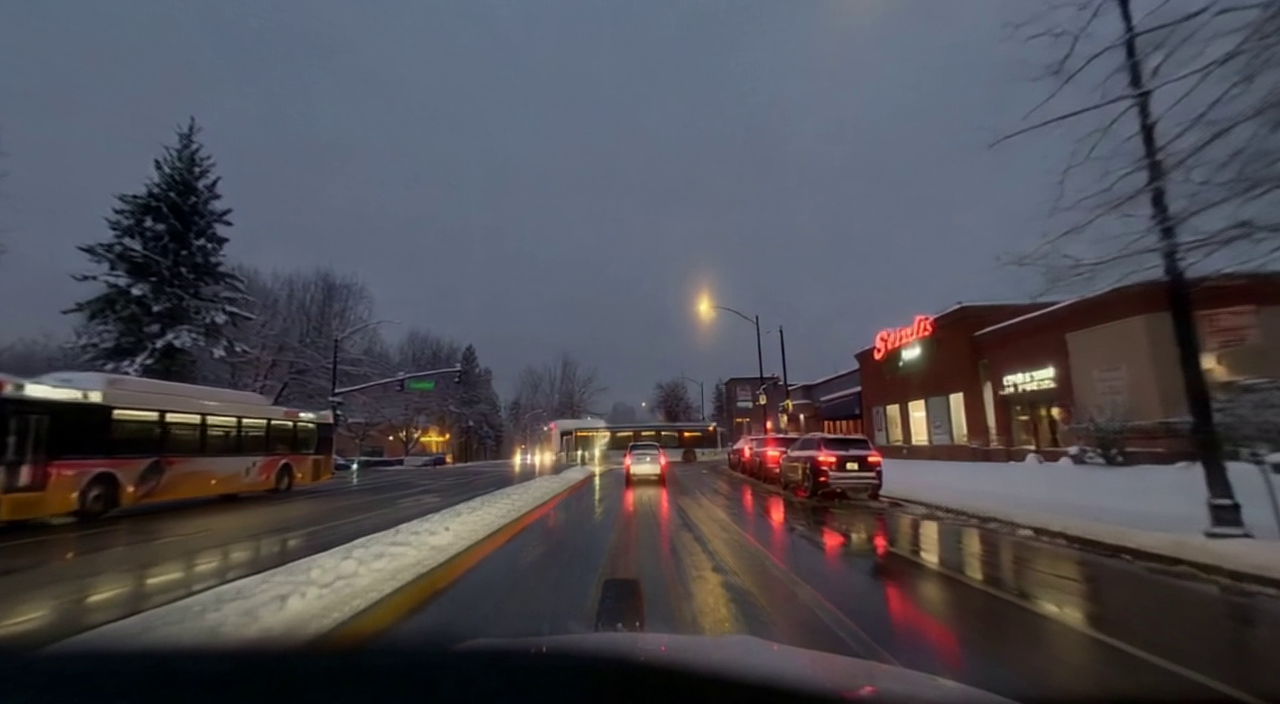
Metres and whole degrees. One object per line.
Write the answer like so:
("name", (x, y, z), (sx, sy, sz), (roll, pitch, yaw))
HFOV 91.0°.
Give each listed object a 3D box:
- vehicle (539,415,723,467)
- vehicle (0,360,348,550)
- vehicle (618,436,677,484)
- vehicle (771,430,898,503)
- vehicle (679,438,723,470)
("vehicle", (-0.579, 6.522, 46.121), (12.978, 3.538, 3.117), (0, -9, 4))
("vehicle", (-12.794, 2.757, 17.476), (3.356, 3.365, 12.460), (0, -9, 0))
("vehicle", (0.215, 4.225, 24.879), (2.089, 1.699, 4.650), (1, -9, -1))
("vehicle", (5.031, 3.029, 17.035), (2.014, 1.681, 4.332), (0, -9, -1))
("vehicle", (3.332, 5.680, 35.149), (2.222, 1.688, 3.952), (0, -9, 3))
